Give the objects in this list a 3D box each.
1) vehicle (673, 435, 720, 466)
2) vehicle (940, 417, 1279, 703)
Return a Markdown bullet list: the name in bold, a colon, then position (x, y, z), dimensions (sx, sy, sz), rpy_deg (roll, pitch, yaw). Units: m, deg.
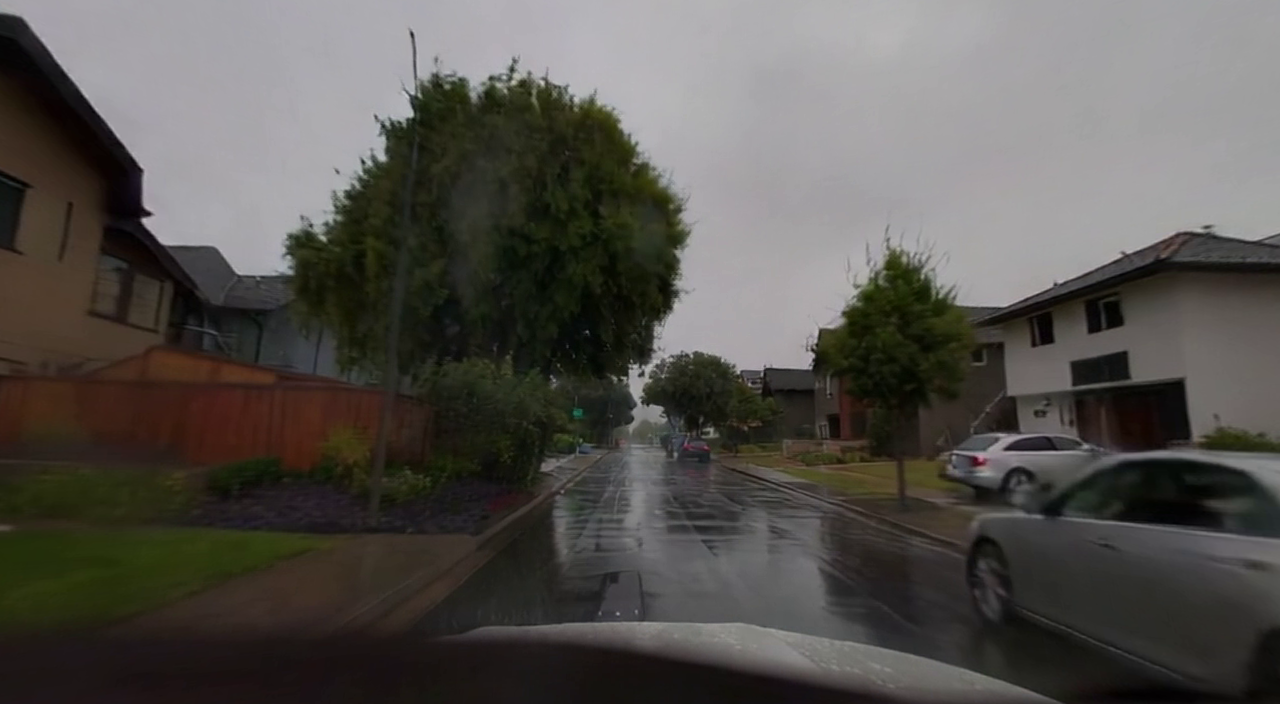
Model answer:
- **vehicle**: position (2.923, 5.185, 33.467), dimensions (1.955, 1.498, 4.046), rpy_deg (0, -8, -3)
- **vehicle**: position (3.370, 1.104, 3.181), dimensions (1.838, 1.496, 3.735), rpy_deg (0, -8, 0)
